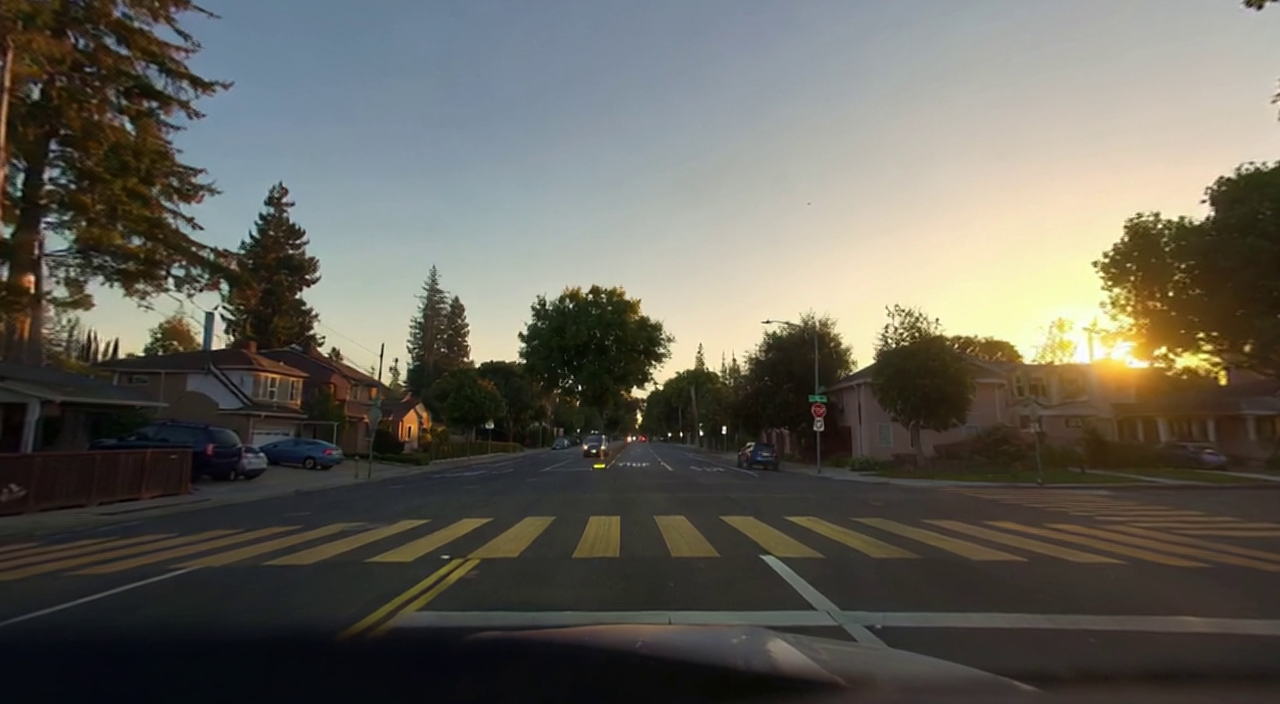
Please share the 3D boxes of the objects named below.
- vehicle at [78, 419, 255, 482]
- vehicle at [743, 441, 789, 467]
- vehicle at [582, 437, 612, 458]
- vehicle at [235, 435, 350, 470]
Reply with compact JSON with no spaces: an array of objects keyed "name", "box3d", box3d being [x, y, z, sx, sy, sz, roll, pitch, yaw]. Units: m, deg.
[{"name":"vehicle","box3d":[-17.923,3.762,24.151,4.800,2.259,2.303,0,-9,-1]},{"name":"vehicle","box3d":[8.008,6.539,40.561,2.029,1.554,4.705,0,-9,1]},{"name":"vehicle","box3d":[-3.192,7.219,47.932,2.014,1.499,3.999,0,-9,0]},{"name":"vehicle","box3d":[-17.942,5.187,32.796,4.743,1.734,1.994,0,-9,0]}]
